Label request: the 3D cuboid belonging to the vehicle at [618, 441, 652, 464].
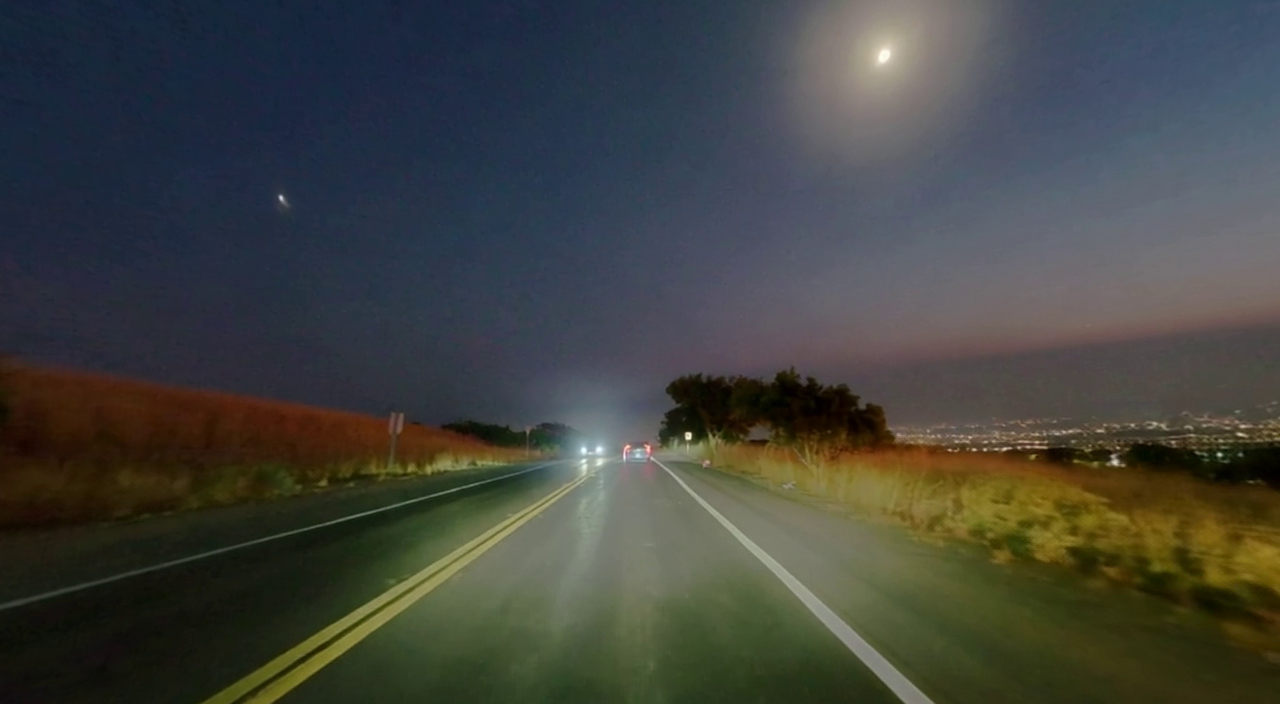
[{"bbox_3d":[-0.347,6.865,43.307,2.186,1.486,3.861,0,-9,0],"label":"vehicle"}]
